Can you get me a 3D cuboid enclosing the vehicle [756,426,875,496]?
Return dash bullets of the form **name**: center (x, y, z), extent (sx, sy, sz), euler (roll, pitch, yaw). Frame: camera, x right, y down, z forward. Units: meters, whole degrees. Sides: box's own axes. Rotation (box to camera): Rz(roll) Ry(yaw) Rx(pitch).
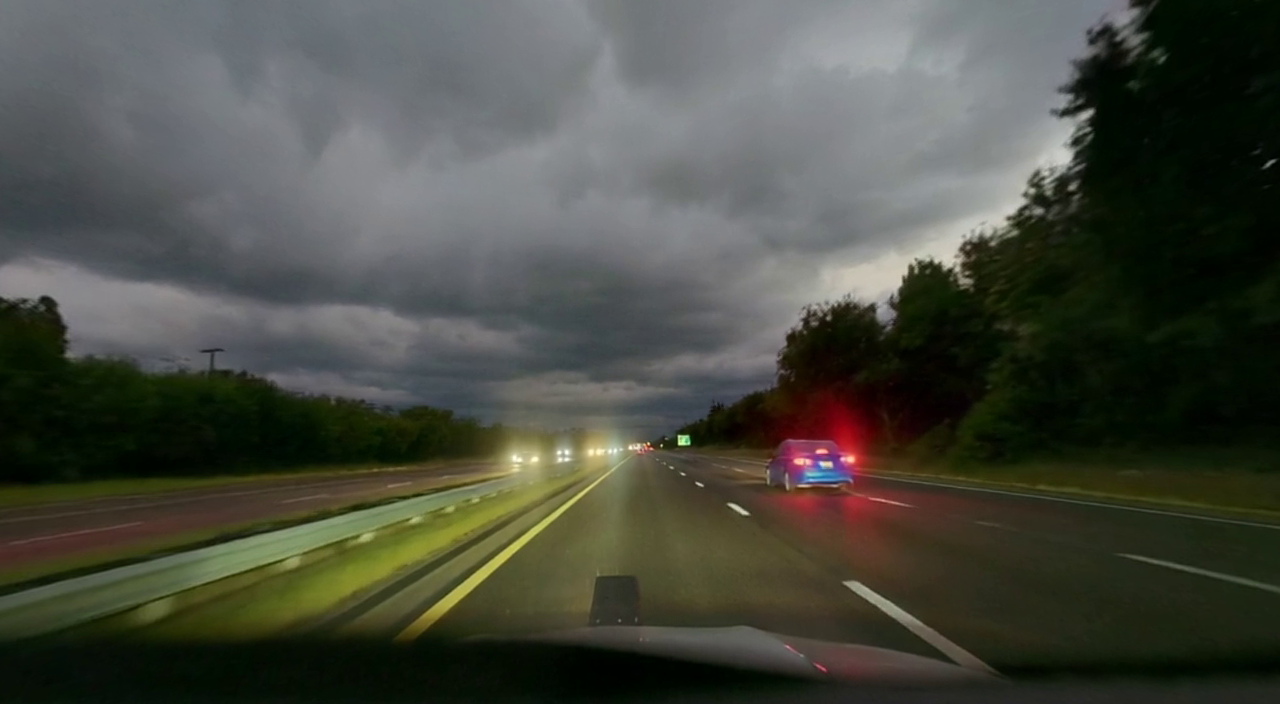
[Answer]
- **vehicle**: center (4.979, 3.191, 18.652), extent (2.117, 1.783, 4.627), euler (0, -9, -1)
